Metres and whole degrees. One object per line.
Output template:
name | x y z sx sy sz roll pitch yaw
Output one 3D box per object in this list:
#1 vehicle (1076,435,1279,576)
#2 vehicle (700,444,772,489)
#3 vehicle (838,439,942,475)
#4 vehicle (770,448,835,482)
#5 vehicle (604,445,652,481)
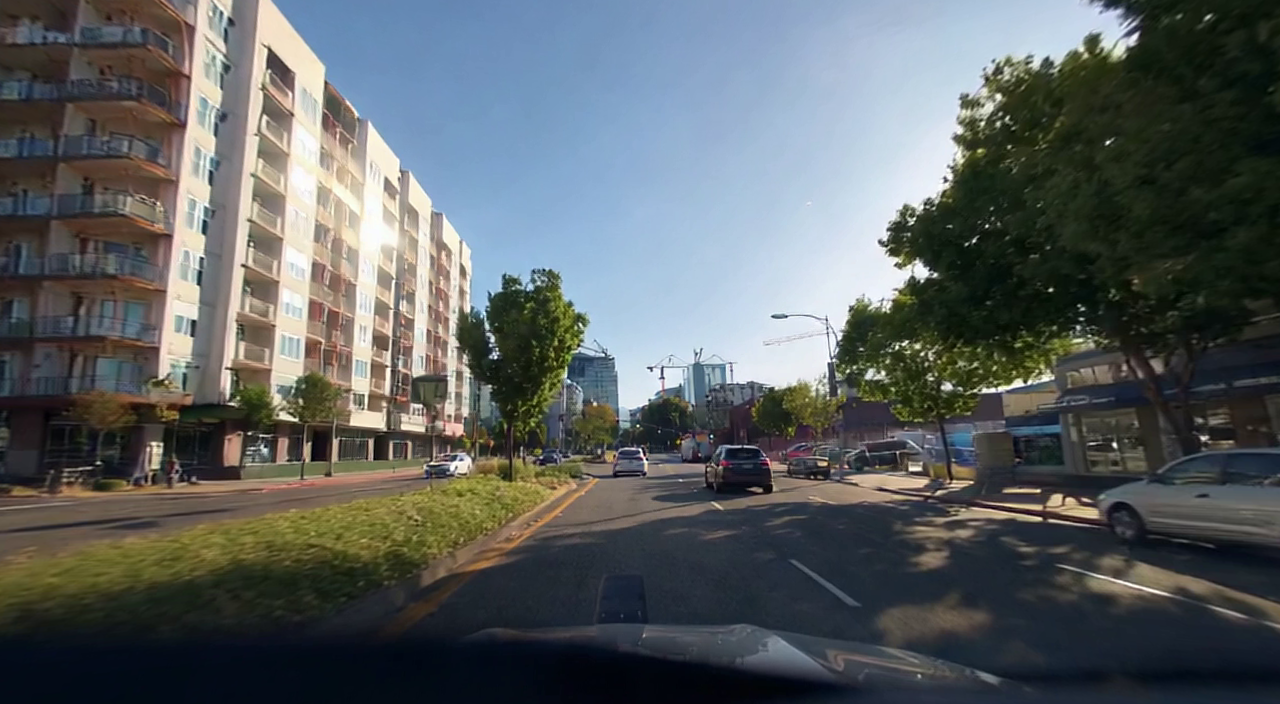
vehicle | 7.754 1.718 7.302 1.921 1.480 4.789 0 -9 -1
vehicle | 3.333 4.061 22.755 1.910 1.474 4.003 0 -9 -1
vehicle | 13.064 5.496 33.224 4.622 1.761 1.986 0 -9 0
vehicle | 7.593 5.298 30.028 1.883 1.452 4.598 0 -9 0
vehicle | -0.490 4.966 28.425 2.006 1.487 3.535 0 -9 0
